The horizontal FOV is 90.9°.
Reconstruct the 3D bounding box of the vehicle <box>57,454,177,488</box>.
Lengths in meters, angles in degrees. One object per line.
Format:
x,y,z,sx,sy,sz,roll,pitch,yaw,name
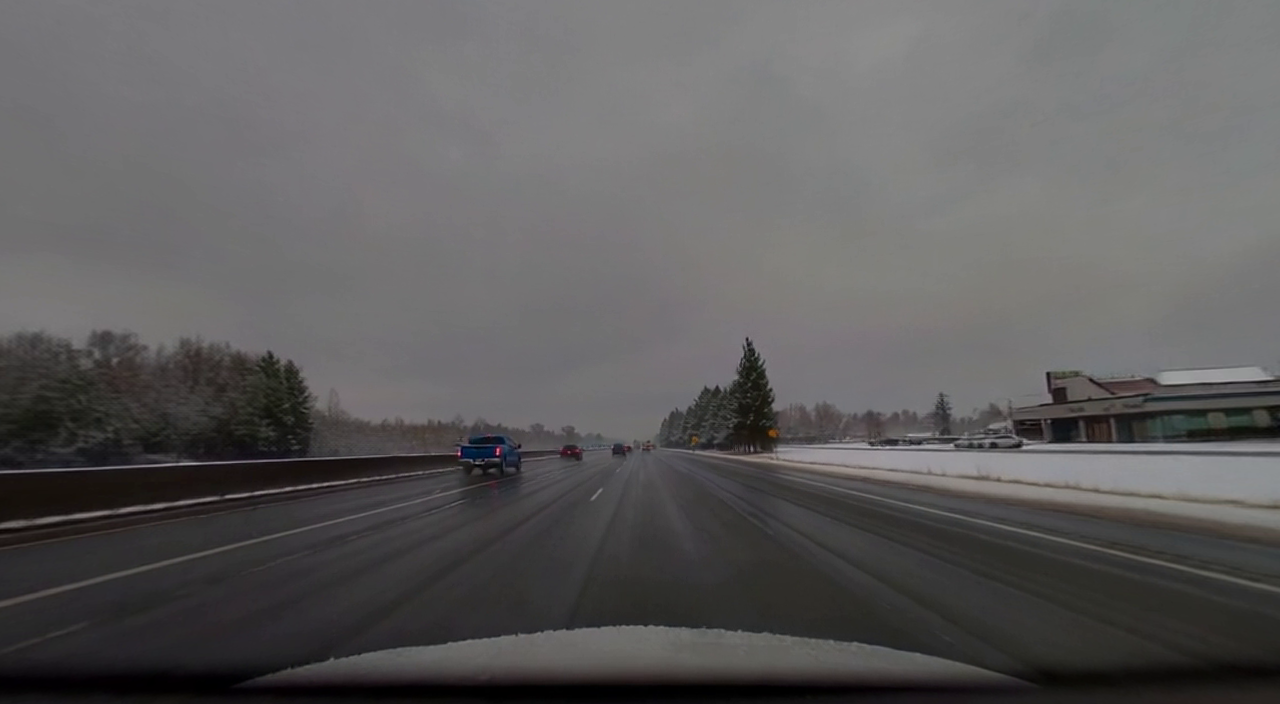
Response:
-25.782,5.843,31.350,1.881,1.503,4.705,0,-8,1,vehicle

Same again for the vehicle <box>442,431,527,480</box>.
-6.716,4.553,28.072,2.156,1.911,5.956,0,-8,1,vehicle
